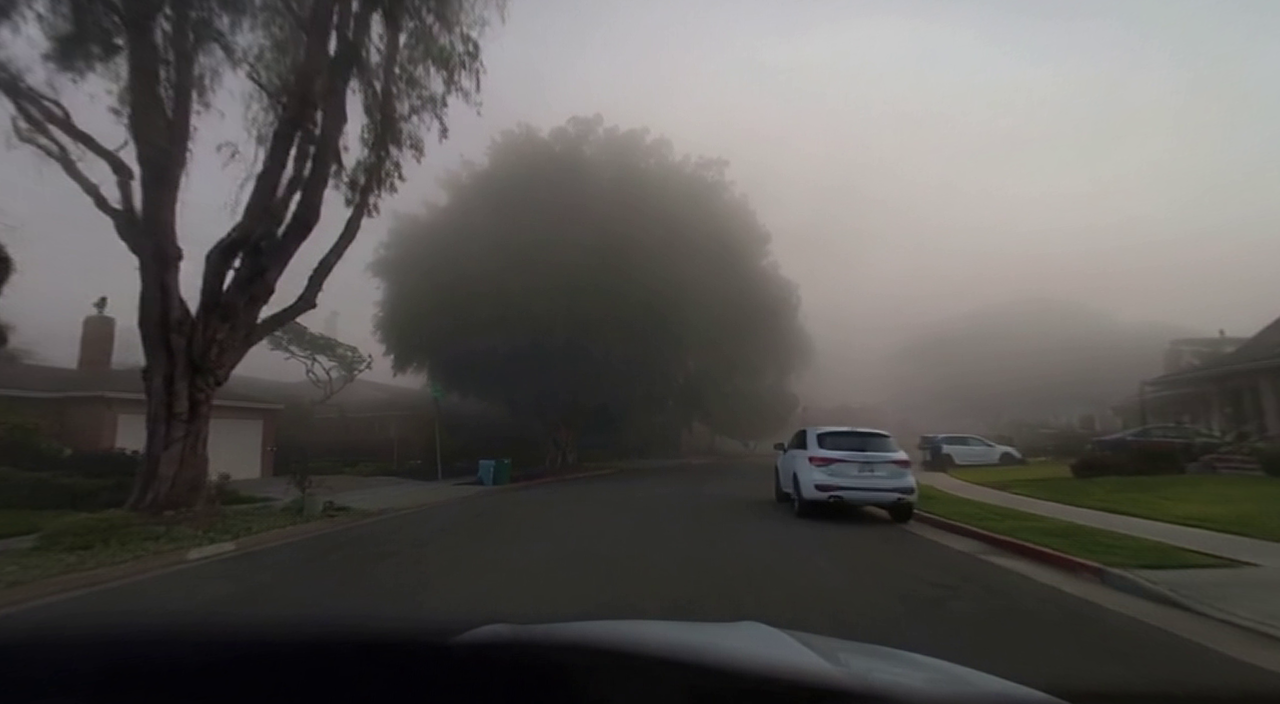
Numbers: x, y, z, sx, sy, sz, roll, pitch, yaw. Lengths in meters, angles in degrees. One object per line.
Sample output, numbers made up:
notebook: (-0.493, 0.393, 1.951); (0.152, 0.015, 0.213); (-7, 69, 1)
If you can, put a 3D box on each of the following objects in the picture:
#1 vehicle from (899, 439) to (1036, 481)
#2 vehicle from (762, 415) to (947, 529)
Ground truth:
vehicle: (12.697, 4.209, 24.675); (4.457, 1.510, 1.762); (-3, -9, 19)
vehicle: (3.789, 2.207, 12.129); (2.163, 1.760, 4.591); (0, -8, 3)
